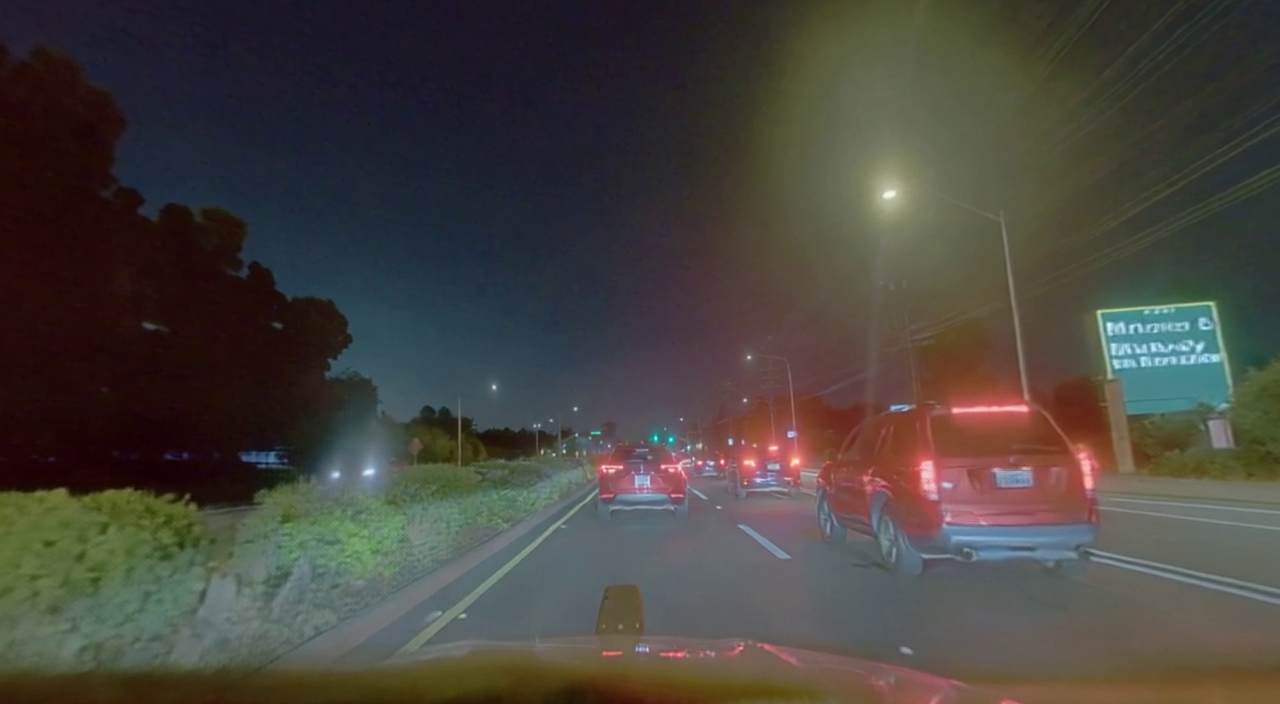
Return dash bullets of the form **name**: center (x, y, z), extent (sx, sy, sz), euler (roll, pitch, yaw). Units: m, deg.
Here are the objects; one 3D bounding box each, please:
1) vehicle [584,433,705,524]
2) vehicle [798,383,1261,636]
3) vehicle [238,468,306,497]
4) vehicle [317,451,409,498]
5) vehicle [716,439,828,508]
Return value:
- **vehicle**: center (0.062, 2.617, 13.643), extent (2.199, 1.641, 4.232), euler (0, -8, -1)
- **vehicle**: center (3.399, 1.469, 6.941), extent (2.097, 1.818, 4.625), euler (0, -8, 0)
- **vehicle**: center (-22.617, 8.017, 38.993), extent (1.847, 1.554, 3.926), euler (0, -8, -1)
- **vehicle**: center (-12.721, 5.631, 29.450), extent (2.107, 1.931, 5.015), euler (0, -8, -2)
- **vehicle**: center (3.330, 3.132, 16.810), extent (2.064, 1.591, 4.081), euler (0, -8, 0)
